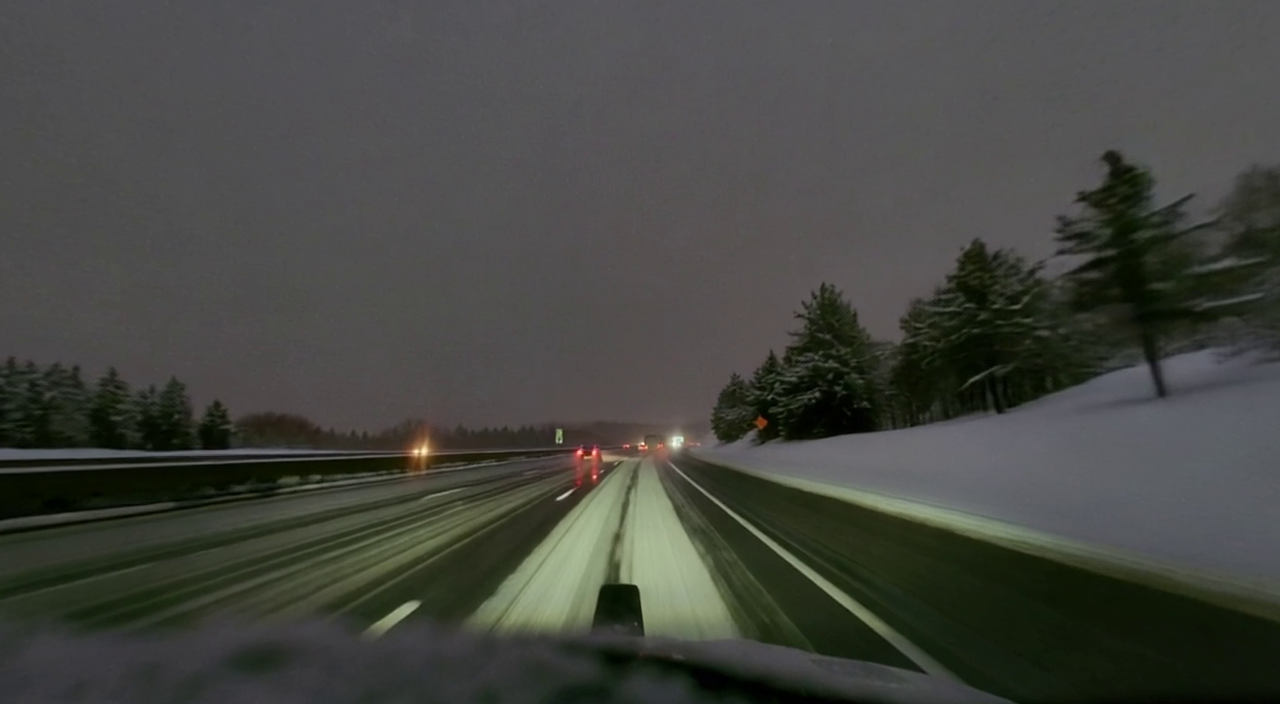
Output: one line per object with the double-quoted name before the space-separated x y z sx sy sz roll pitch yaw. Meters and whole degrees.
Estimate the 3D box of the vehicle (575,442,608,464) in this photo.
"vehicle" -3.608 7.619 47.294 1.961 1.540 4.487 -1 -9 2
